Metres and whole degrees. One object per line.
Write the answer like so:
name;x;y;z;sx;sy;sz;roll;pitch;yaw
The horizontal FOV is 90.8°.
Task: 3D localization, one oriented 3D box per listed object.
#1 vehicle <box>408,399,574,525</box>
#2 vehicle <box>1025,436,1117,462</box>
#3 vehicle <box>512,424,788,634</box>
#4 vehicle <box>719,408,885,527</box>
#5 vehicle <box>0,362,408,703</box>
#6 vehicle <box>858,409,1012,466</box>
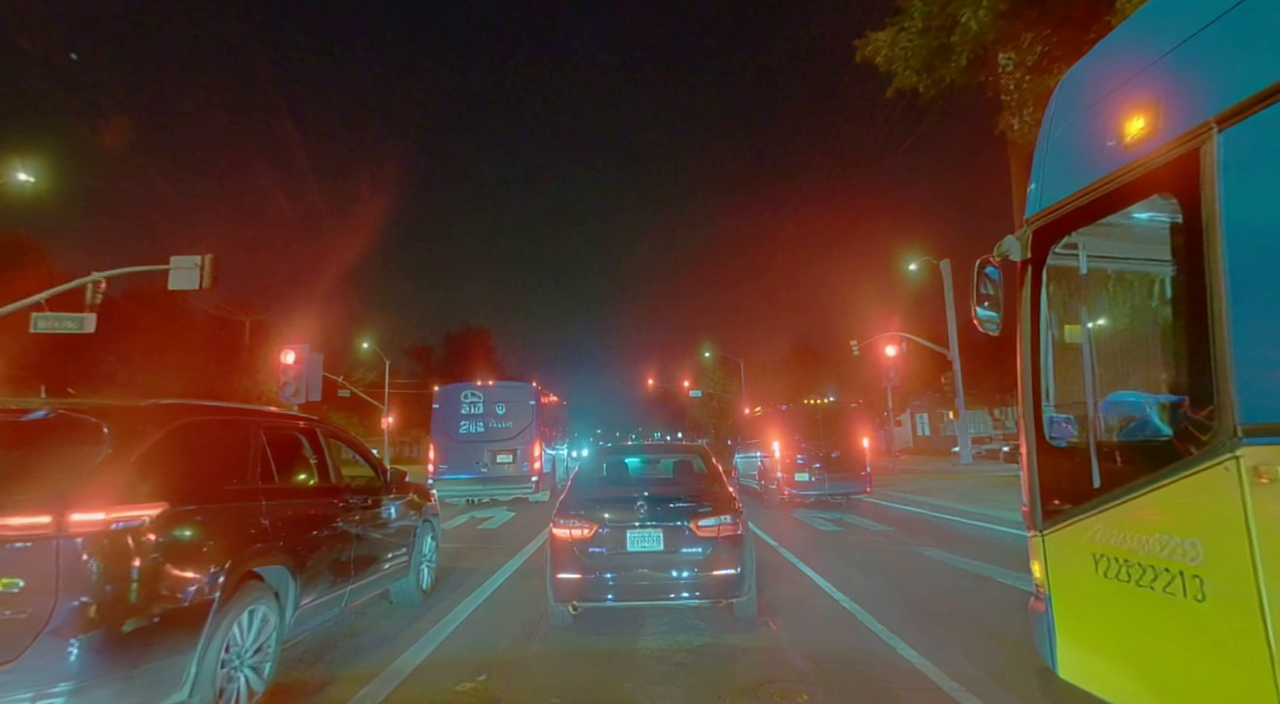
vehicle;-2.940;2.348;13.946;2.335;2.221;5.165;0;-8;1
vehicle;25.868;5.818;37.996;4.229;1.489;1.794;0;-8;-1
vehicle;0.063;1.547;6.416;1.976;1.485;3.624;0;-8;0
vehicle;3.131;2.401;13.658;2.143;2.036;5.367;0;-8;0
vehicle;-3.408;1.179;4.621;1.921;1.701;3.989;0;-8;-1
vehicle;17.569;5.133;37.922;7.839;3.213;2.628;0;-8;-3
